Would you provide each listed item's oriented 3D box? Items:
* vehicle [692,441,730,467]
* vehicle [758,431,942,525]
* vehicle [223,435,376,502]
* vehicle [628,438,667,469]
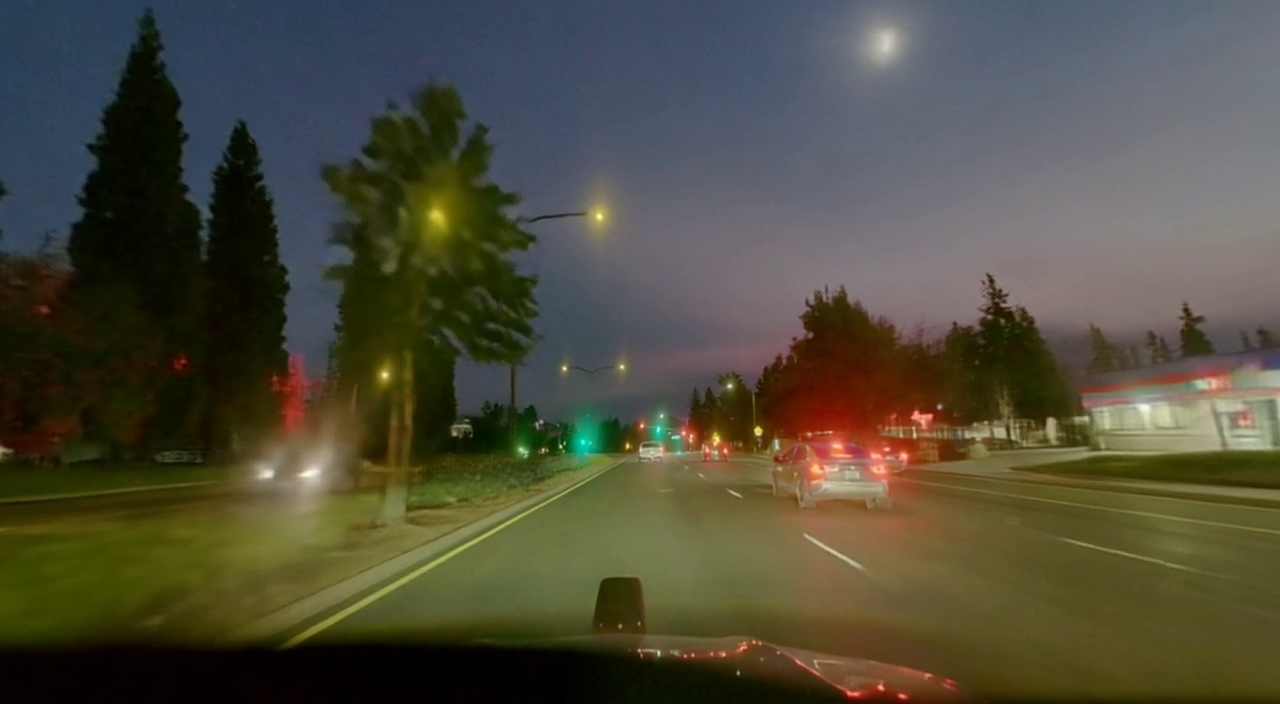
[{"bbox_3d":[4.519,6.565,40.566,1.980,1.515,4.362,0,-9,0],"label":"vehicle"},{"bbox_3d":[3.897,2.435,12.739,2.119,1.509,4.756,0,-9,0],"label":"vehicle"},{"bbox_3d":[-9.626,3.302,18.235,2.004,1.683,4.290,0,-9,0],"label":"vehicle"},{"bbox_3d":[0.493,5.991,37.143,2.172,1.694,4.055,0,-9,1],"label":"vehicle"}]
